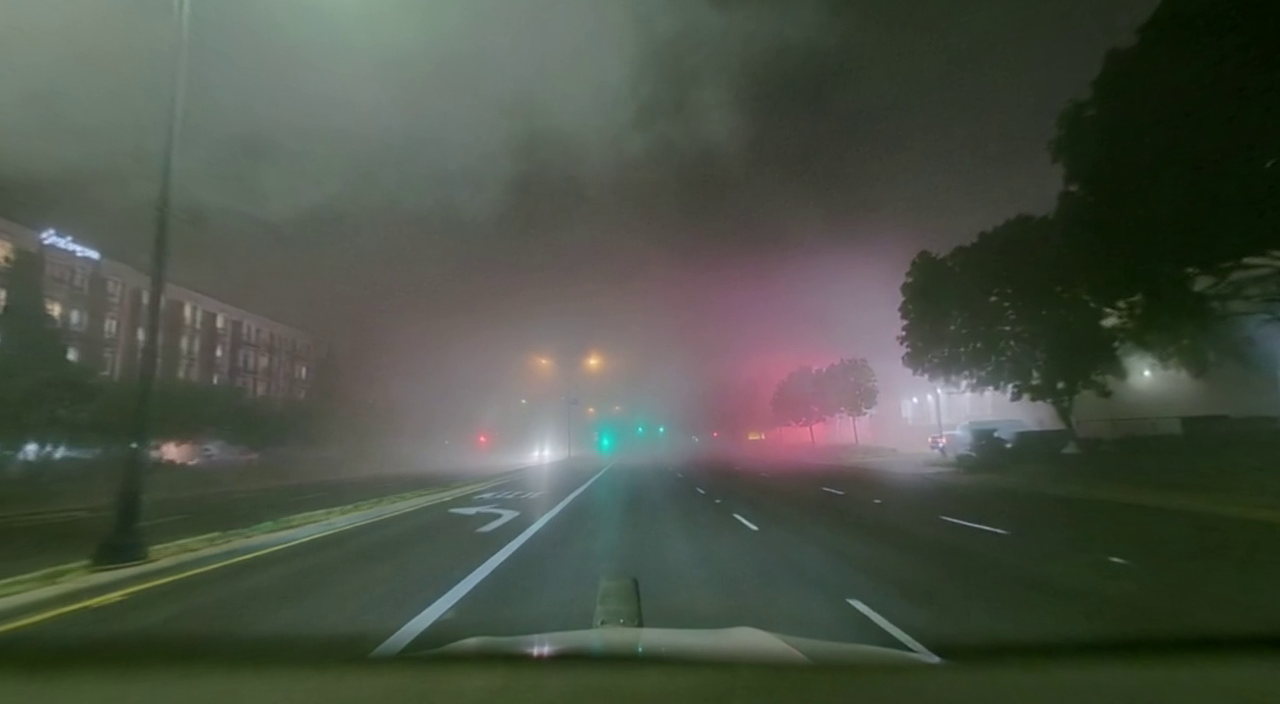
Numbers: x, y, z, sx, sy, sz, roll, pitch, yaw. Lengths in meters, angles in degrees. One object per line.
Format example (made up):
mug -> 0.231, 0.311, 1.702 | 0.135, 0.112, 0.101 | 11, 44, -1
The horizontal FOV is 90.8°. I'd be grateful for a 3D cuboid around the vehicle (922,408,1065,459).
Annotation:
vehicle -> 19.642, 4.585, 35.356 | 6.543, 2.736, 2.324 | 0, -9, -2
